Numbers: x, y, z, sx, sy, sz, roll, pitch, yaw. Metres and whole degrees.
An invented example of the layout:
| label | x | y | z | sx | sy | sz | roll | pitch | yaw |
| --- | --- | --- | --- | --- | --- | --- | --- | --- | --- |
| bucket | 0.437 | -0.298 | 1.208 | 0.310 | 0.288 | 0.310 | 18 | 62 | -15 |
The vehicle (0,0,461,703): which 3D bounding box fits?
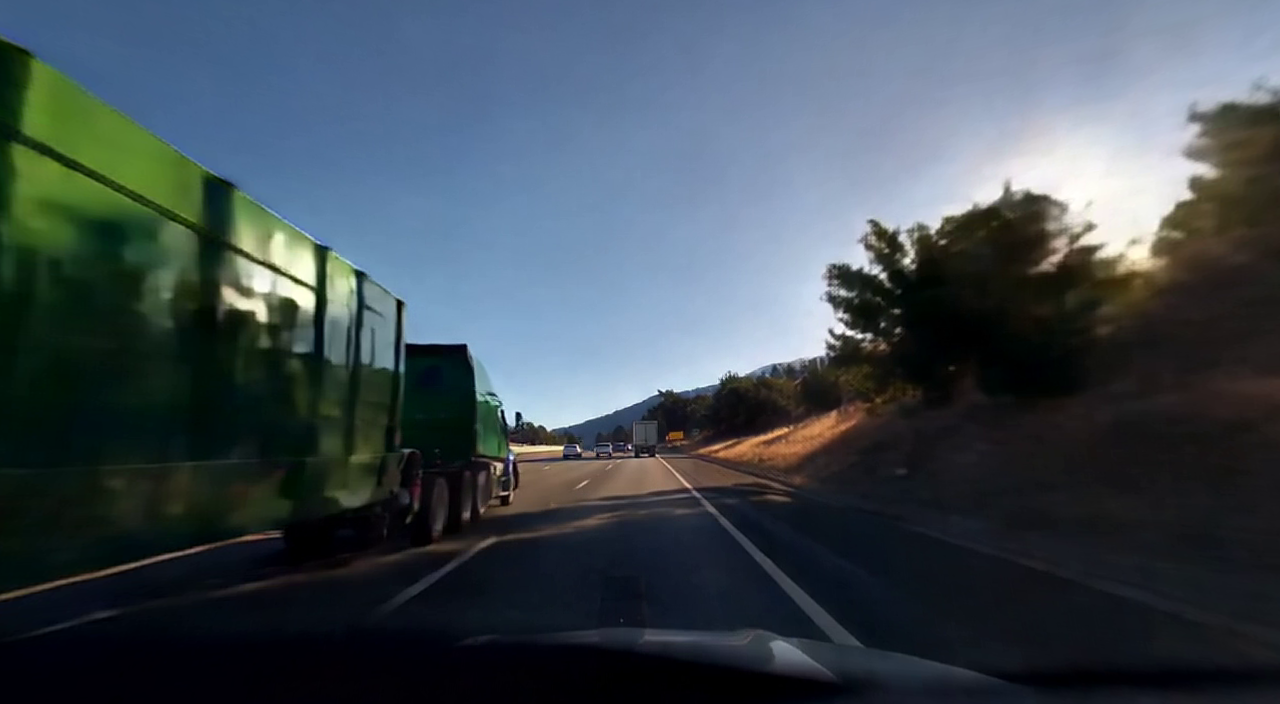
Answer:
| label | x | y | z | sx | sy | sz | roll | pitch | yaw |
| --- | --- | --- | --- | --- | --- | --- | --- | --- | --- |
| vehicle | -3.722 | 0.124 | 2.776 | 2.789 | 3.271 | 10.894 | 1 | -9 | -1 |
